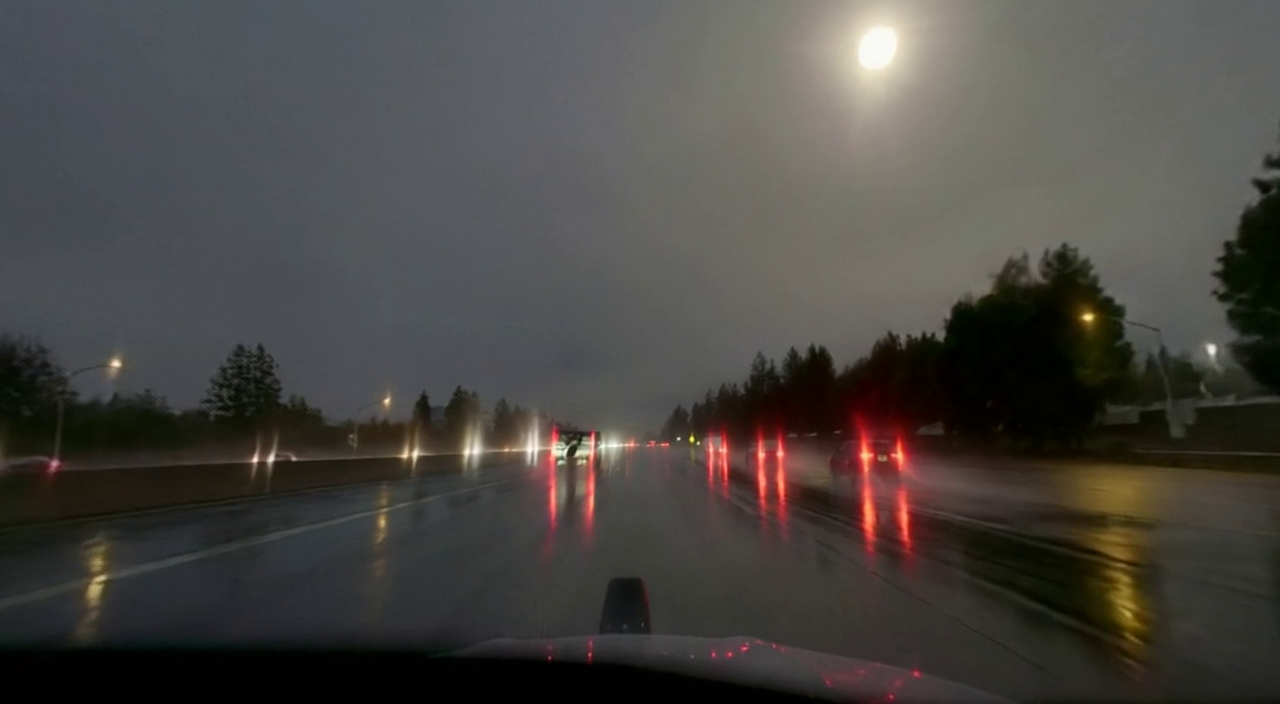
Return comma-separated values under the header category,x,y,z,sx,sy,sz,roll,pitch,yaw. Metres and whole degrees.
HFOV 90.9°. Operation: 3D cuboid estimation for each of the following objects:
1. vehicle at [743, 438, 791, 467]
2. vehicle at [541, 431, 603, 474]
category,x,y,z,sx,sy,sz,roll,pitch,yaw
vehicle,7.739,6.177,38.934,2.063,1.706,4.259,0,-8,0
vehicle,-3.284,5.030,31.773,2.453,1.952,5.320,0,-8,1
